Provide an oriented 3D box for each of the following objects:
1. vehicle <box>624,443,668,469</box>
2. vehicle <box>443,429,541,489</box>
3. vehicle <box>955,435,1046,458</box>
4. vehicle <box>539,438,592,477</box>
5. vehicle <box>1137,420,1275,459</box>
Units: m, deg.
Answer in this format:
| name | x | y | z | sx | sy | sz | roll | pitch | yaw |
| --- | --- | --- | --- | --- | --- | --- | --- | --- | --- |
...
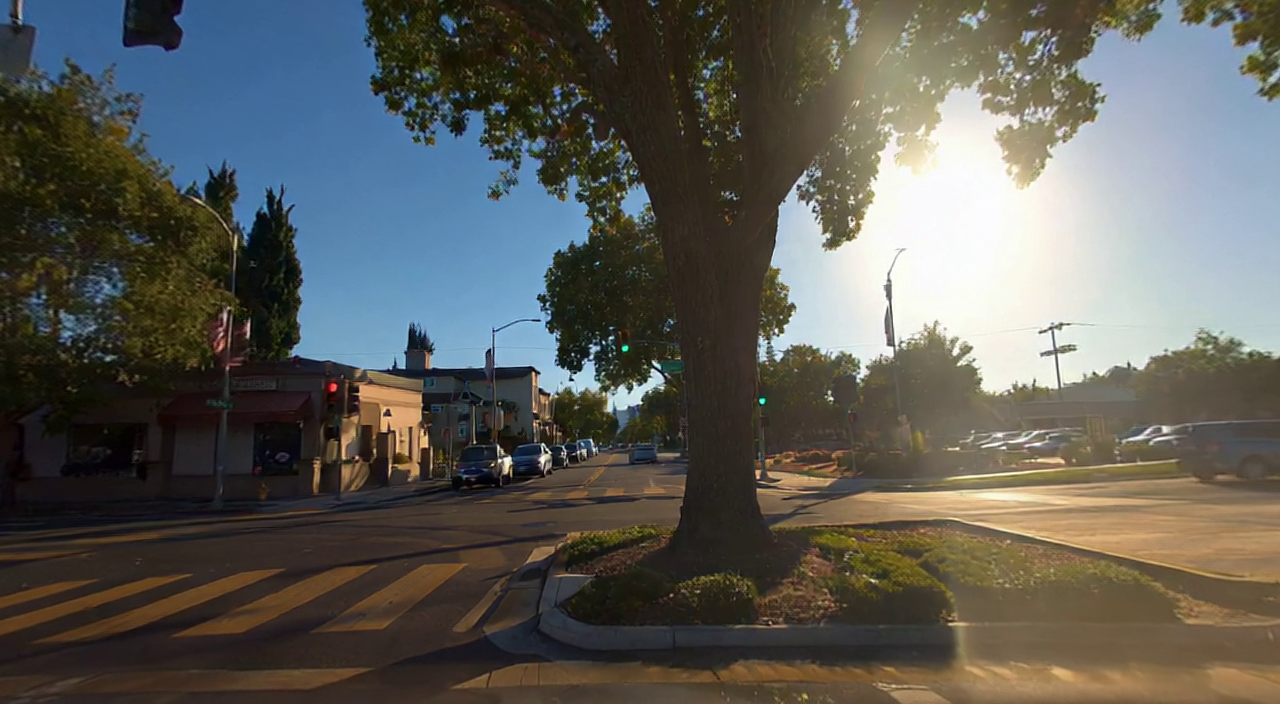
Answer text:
| name | x | y | z | sx | sy | sz | roll | pitch | yaw |
| --- | --- | --- | --- | --- | --- | --- | --- | --- | --- |
| vehicle | 0.290 | 6.378 | 38.860 | 2.056 | 1.493 | 4.535 | 1 | -9 | -8 |
| vehicle | -6.501 | 4.832 | 28.959 | 2.896 | 2.339 | 7.322 | 0 | -9 | -1 |
| vehicle | 24.968 | 6.552 | 43.838 | 5.172 | 1.515 | 1.851 | 0 | -9 | -2 |
| vehicle | -3.649 | 5.280 | 31.914 | 2.120 | 1.783 | 4.788 | 0 | -9 | 0 |
| vehicle | 33.263 | 5.158 | 37.238 | 5.969 | 2.149 | 2.331 | 0 | -9 | -4 |
